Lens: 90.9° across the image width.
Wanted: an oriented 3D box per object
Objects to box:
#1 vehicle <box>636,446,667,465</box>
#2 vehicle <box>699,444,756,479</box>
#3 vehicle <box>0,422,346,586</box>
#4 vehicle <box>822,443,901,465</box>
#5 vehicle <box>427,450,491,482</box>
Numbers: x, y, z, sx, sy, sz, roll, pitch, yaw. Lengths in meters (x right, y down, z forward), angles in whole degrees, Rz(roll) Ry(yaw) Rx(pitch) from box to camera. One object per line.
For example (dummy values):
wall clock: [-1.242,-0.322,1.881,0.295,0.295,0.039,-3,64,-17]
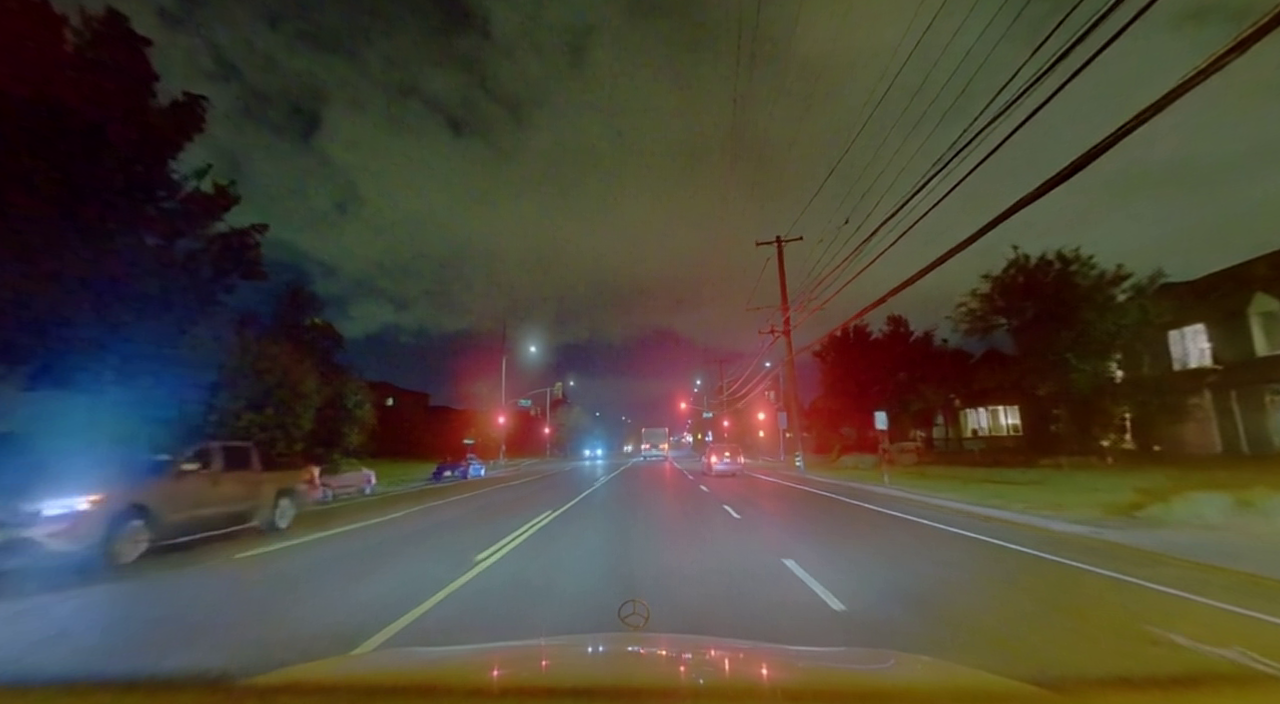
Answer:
vehicle: [0.887,7.981,48.766,2.298,1.359,4.081,0,-8,1]
vehicle: [3.978,5.043,29.380,1.951,1.479,4.487,0,-8,0]
vehicle: [-7.065,2.080,9.730,2.303,1.789,5.423,0,-8,2]
vehicle: [15.481,7.142,44.168,4.838,1.474,1.873,1,-8,-5]
vehicle: [-9.678,6.119,34.115,2.032,1.452,4.656,-2,-7,1]
